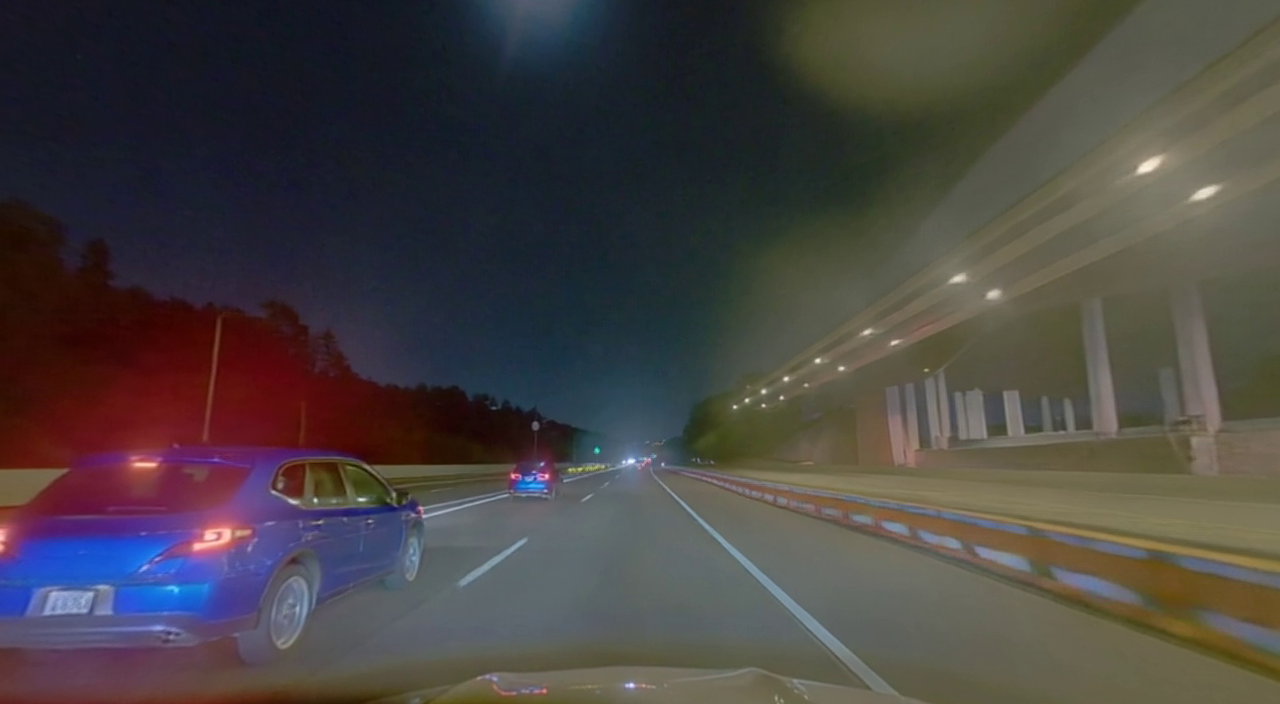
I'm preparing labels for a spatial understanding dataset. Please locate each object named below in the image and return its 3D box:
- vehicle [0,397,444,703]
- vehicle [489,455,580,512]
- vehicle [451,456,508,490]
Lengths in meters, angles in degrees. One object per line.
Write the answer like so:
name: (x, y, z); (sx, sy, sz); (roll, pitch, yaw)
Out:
vehicle: (-3.277, 1.314, 4.469); (2.023, 1.507, 5.082); (1, -10, 1)
vehicle: (-3.029, 3.891, 18.908); (1.992, 1.466, 3.690); (1, -10, 2)
vehicle: (-7.938, 6.032, 31.556); (1.823, 1.540, 4.231); (1, -10, -1)
